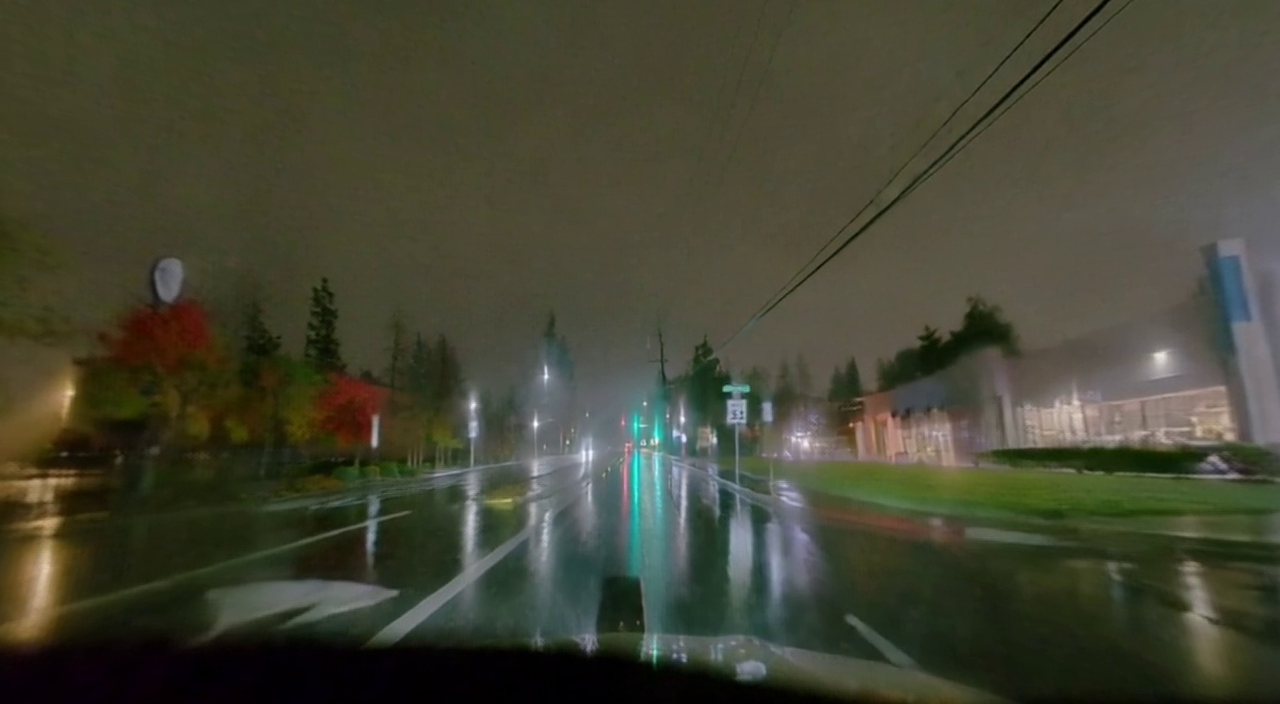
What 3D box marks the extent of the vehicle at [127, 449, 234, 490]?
[{"bbox_3d":[-18.460,4.683,25.658,2.061,1.475,4.357,2,-9,-16],"label":"vehicle"}]
